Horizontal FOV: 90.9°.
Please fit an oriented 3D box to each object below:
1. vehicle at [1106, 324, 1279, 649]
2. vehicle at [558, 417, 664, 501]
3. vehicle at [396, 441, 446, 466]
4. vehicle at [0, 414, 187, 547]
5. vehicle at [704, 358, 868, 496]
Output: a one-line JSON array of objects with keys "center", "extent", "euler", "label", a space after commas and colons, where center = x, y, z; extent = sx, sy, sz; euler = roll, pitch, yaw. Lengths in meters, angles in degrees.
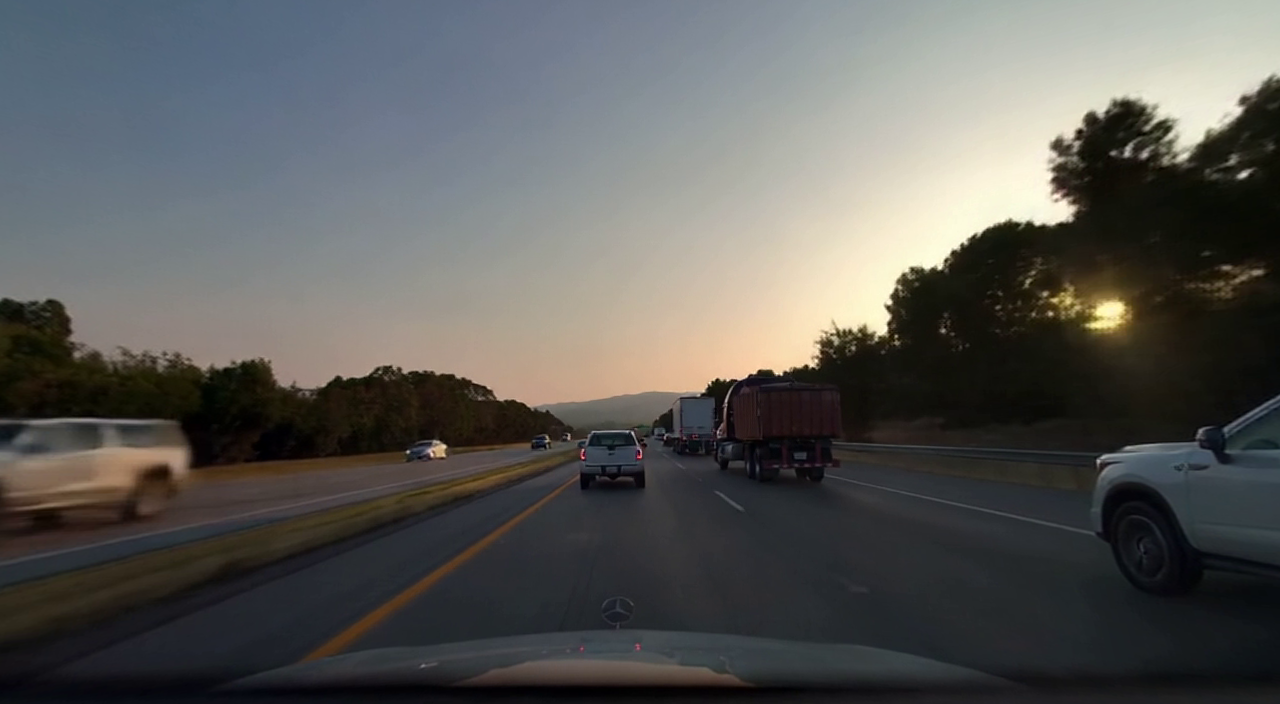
[{"center": [4.789, 0.707, 3.060], "extent": [2.011, 1.905, 3.905], "euler": [0, -7, 0], "label": "vehicle"}, {"center": [-0.589, 2.364, 14.437], "extent": [2.082, 1.638, 4.055], "euler": [0, -7, -1], "label": "vehicle"}, {"center": [-13.528, 6.250, 39.121], "extent": [1.787, 1.453, 3.660], "euler": [0, -7, 0], "label": "vehicle"}, {"center": [-9.314, 1.819, 9.323], "extent": [2.012, 1.703, 4.298], "euler": [0, -8, 0], "label": "vehicle"}, {"center": [3.624, 2.184, 18.132], "extent": [2.723, 3.027, 8.478], "euler": [0, -7, 0], "label": "vehicle"}]
